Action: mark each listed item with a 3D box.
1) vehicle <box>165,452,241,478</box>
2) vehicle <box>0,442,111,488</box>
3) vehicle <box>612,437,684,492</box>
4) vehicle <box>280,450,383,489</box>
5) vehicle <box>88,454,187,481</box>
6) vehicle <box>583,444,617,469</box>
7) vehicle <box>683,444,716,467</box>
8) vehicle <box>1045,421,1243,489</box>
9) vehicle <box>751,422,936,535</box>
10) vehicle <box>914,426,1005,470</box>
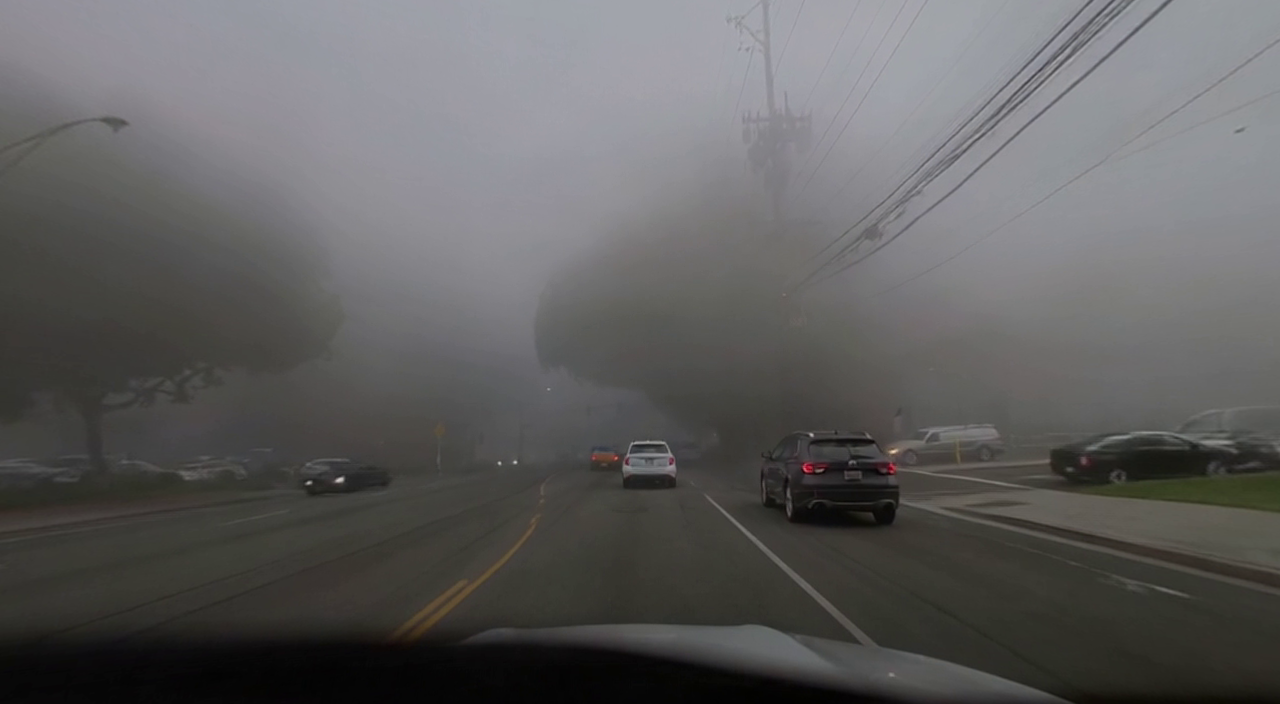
[{"bbox_3d":[-30.376,7.817,43.985,1.903,1.649,4.654,0,-9,1],"label":"vehicle"},{"bbox_3d":[-23.485,4.274,24.037,4.739,1.635,2.030,0,-8,1],"label":"vehicle"},{"bbox_3d":[0.268,3.727,21.284,2.200,1.653,4.127,0,-9,1],"label":"vehicle"},{"bbox_3d":[-13.642,5.187,27.810,4.290,1.510,2.006,-8,-11,30],"label":"vehicle"},{"bbox_3d":[-30.412,6.993,38.391,1.951,1.459,4.803,-1,-9,2],"label":"vehicle"},{"bbox_3d":[-2.638,6.753,40.952,2.104,1.488,4.546,0,-9,-5],"label":"vehicle"},{"bbox_3d":[4.171,7.263,44.438,1.880,1.503,4.130,0,-9,-1],"label":"vehicle"},{"bbox_3d":[13.425,2.777,17.227,1.899,1.602,4.297,-1,-9,2],"label":"vehicle"},{"bbox_3d":[3.536,2.287,12.014,2.024,1.711,4.512,0,-9,0],"label":"vehicle"},{"bbox_3d":[14.440,4.369,28.818,2.146,1.837,4.512,-1,-9,6],"label":"vehicle"}]
